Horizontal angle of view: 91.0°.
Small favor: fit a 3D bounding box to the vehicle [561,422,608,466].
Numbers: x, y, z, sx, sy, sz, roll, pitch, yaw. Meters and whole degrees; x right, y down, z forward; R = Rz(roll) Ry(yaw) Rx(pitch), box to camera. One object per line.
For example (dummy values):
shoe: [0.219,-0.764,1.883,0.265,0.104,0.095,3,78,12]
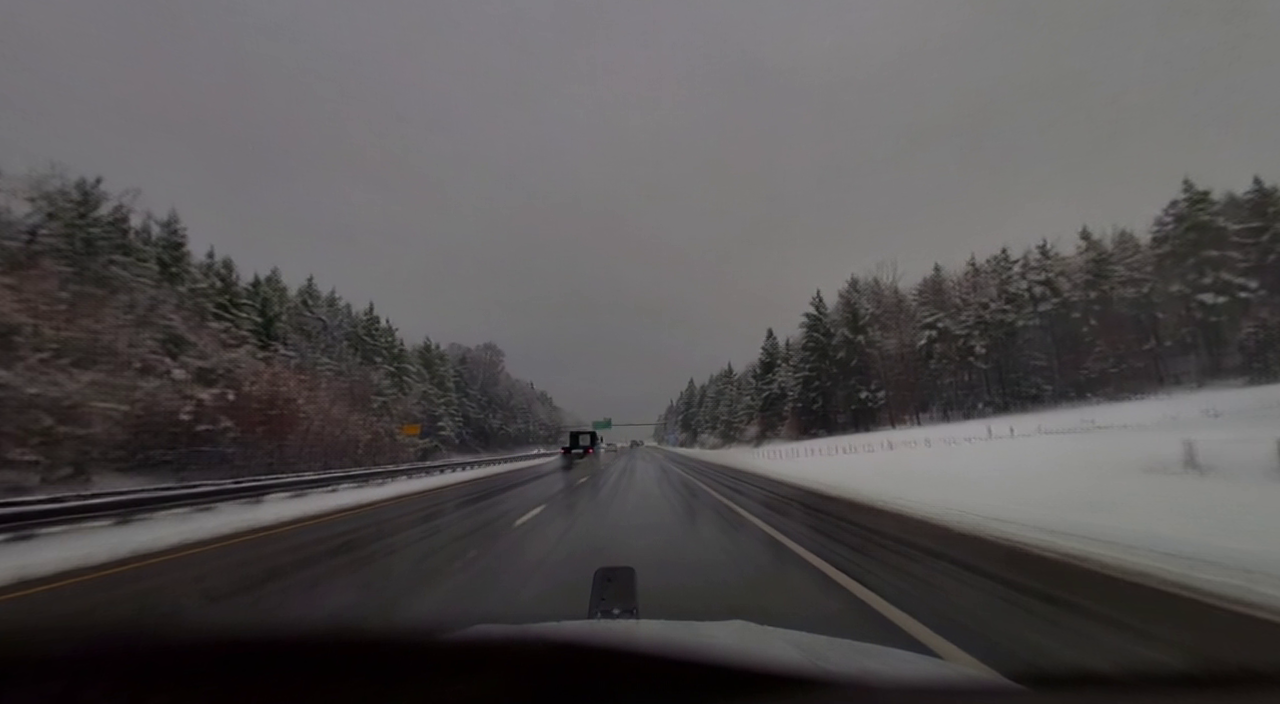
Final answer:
vehicle: [-3.477,5.910,40.466,2.484,2.625,5.907,0,-8,0]
